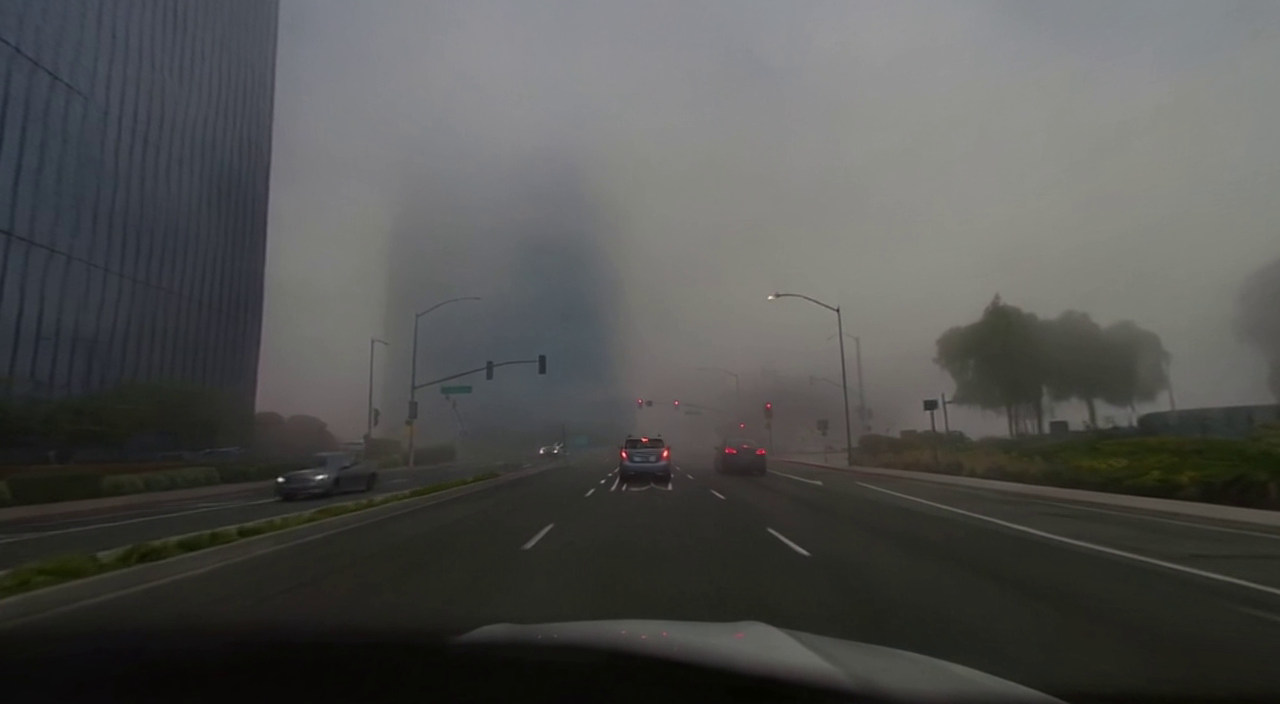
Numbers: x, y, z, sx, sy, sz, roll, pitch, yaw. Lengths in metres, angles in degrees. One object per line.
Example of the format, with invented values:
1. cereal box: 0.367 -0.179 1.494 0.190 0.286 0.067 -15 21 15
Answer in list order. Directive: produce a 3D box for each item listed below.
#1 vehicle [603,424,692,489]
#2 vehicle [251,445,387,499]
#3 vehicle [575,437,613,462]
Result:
1. vehicle: 0.221 3.419 20.845 2.601 1.878 4.535 0 -9 0
2. vehicle: -10.408 3.900 20.900 1.967 1.552 4.536 -1 -9 3
3. vehicle: -2.999 6.469 41.850 2.103 1.569 3.861 0 -9 2
